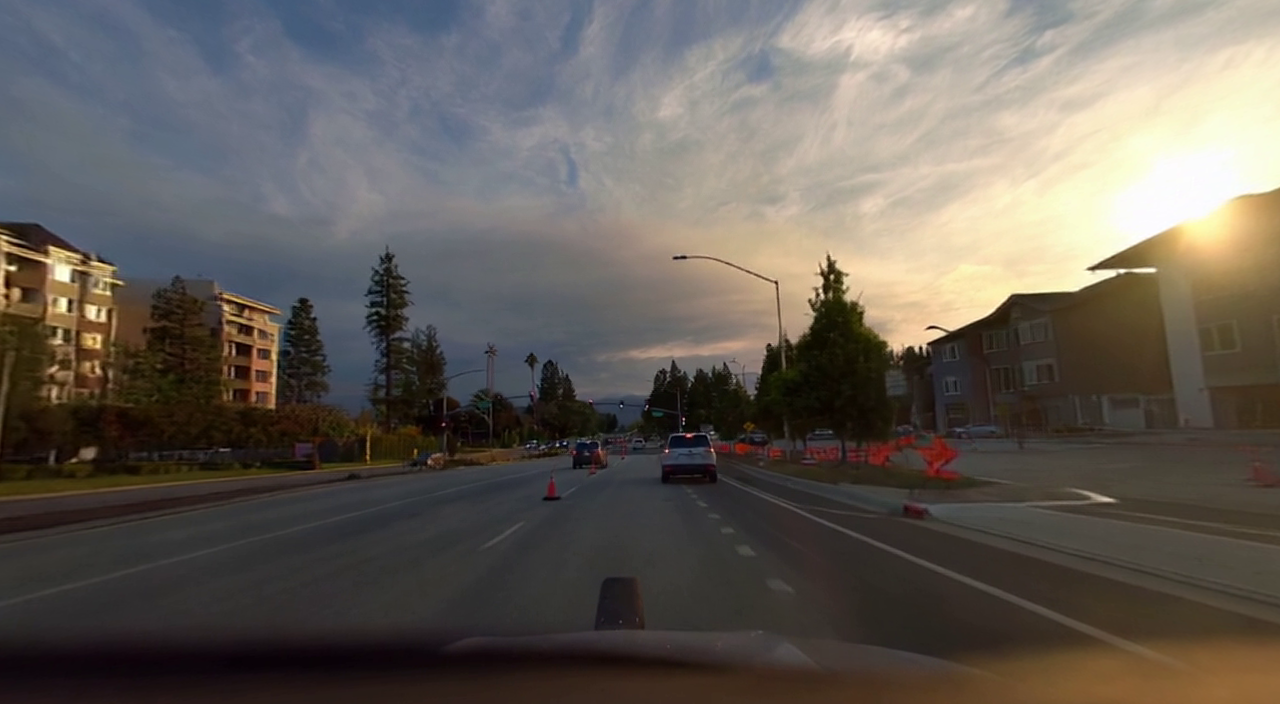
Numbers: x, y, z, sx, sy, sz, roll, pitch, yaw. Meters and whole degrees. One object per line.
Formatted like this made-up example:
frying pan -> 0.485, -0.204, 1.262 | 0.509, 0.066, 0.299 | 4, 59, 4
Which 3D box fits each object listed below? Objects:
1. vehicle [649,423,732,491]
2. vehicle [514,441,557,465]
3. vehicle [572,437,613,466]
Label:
vehicle -> 1.421, 3.190, 19.485 | 2.197, 1.835, 4.316 | 0, -8, 0
vehicle -> -6.895, 6.689, 42.092 | 1.928, 1.488, 4.635 | 0, -8, 2
vehicle -> -2.839, 6.040, 38.457 | 2.121, 1.654, 3.993 | 0, -8, 1
